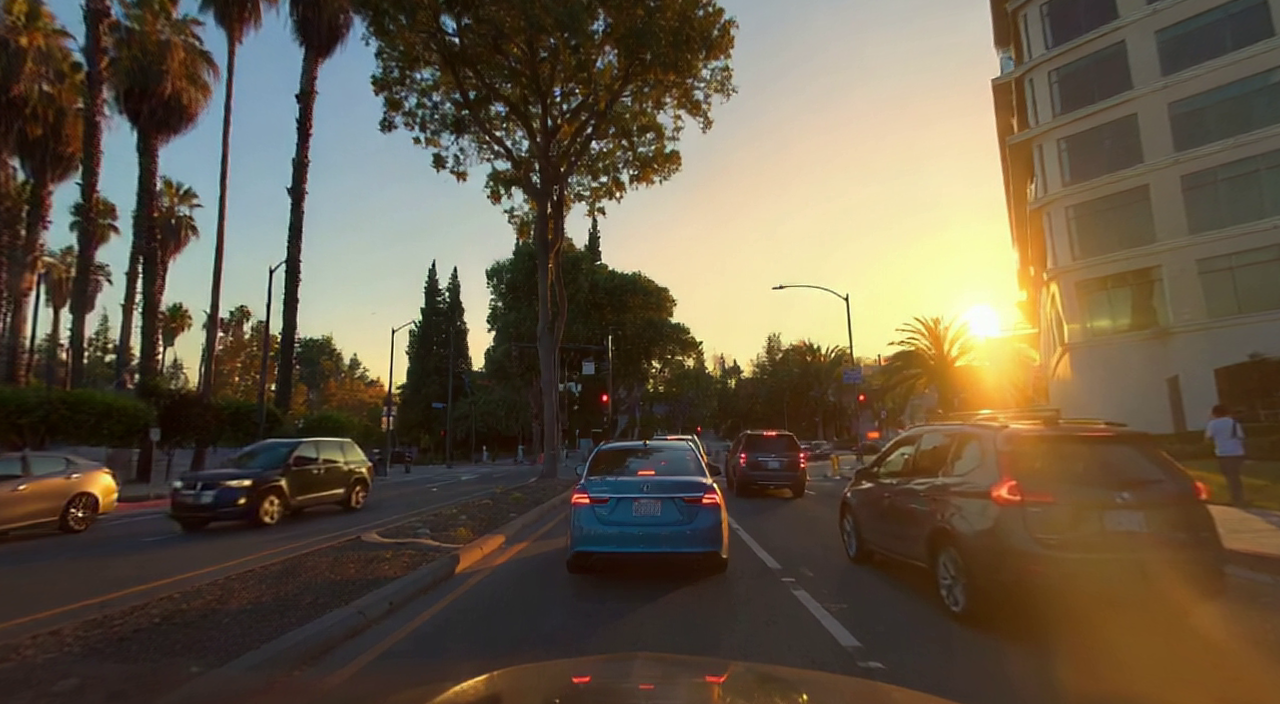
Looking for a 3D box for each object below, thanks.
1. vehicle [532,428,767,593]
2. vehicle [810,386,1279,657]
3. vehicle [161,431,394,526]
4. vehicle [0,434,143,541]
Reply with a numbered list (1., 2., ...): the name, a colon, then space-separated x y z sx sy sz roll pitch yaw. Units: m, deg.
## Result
1. vehicle: 0.125 1.721 7.705 2.088 1.452 3.993 0 -8 1
2. vehicle: 3.301 1.413 6.312 2.003 1.733 4.319 0 -8 0
3. vehicle: -7.423 2.598 13.571 2.053 1.693 4.198 -2 -9 9
4. vehicle: -13.050 2.717 12.290 2.240 1.964 5.707 -6 -8 0
